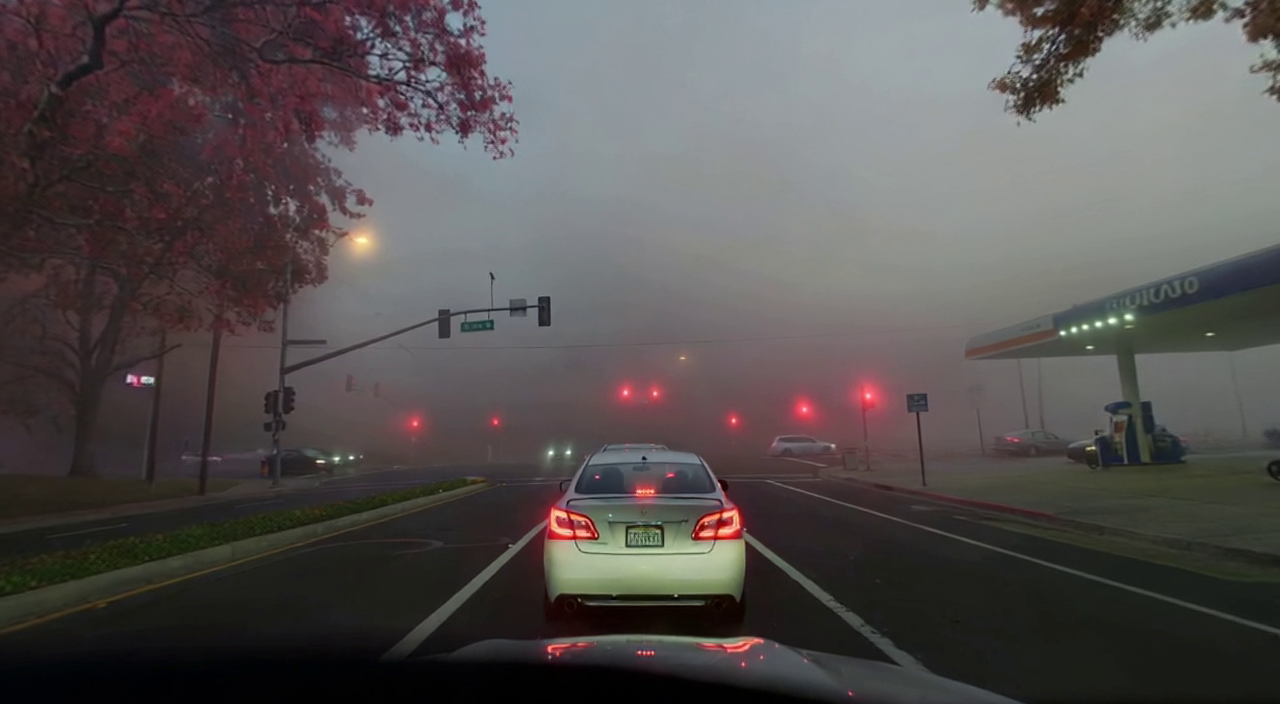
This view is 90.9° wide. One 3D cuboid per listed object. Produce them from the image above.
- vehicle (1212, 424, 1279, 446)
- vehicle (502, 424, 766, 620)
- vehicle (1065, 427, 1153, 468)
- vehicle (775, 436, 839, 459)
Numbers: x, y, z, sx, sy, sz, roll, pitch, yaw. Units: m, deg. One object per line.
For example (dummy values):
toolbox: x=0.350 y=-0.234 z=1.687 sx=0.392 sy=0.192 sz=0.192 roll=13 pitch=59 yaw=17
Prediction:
vehicle: x=41.705 y=5.558 z=42.175 sx=4.813 sy=1.455 sz=1.889 roll=0 pitch=-8 yaw=1
vehicle: x=-0.045 y=1.601 z=6.910 sx=2.010 sy=1.482 sz=4.057 roll=0 pitch=-8 yaw=0
vehicle: x=18.575 y=3.758 z=24.905 sx=4.091 sy=1.495 sz=2.053 roll=8 pitch=-12 yaw=-44
vehicle: x=11.616 y=6.653 z=43.980 sx=3.975 sy=1.563 sz=1.755 roll=-1 pitch=-8 yaw=5
